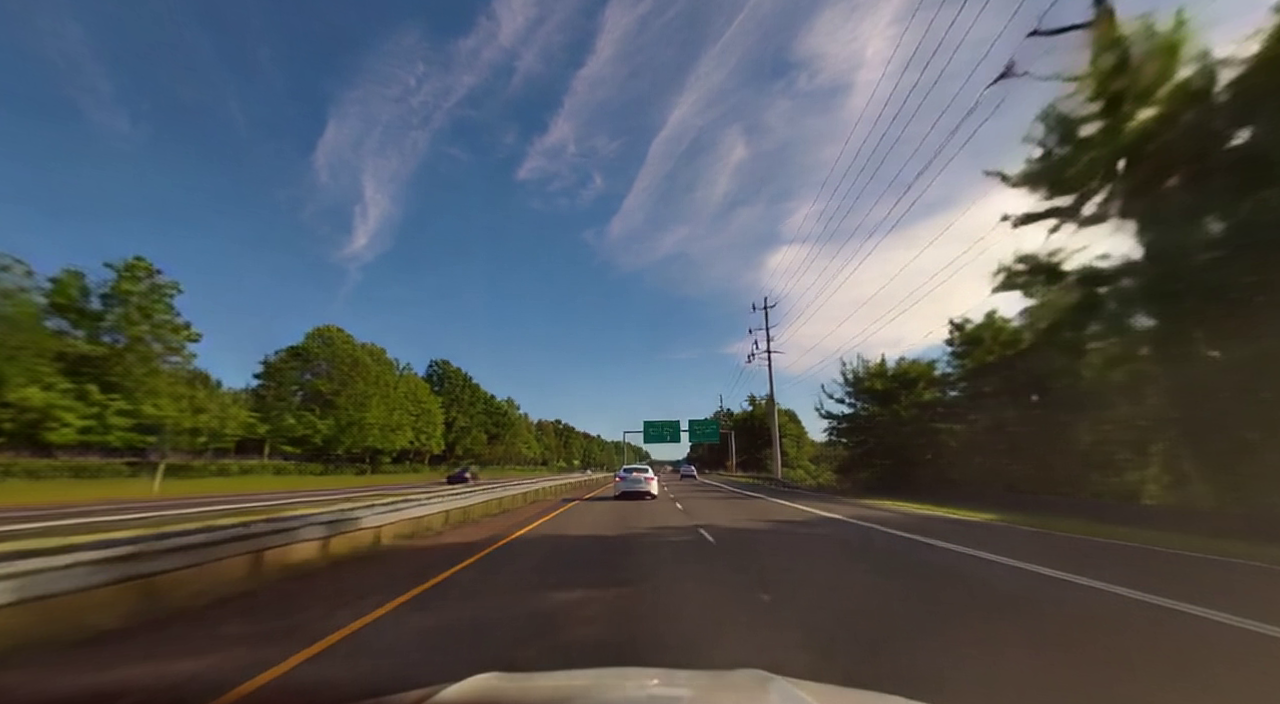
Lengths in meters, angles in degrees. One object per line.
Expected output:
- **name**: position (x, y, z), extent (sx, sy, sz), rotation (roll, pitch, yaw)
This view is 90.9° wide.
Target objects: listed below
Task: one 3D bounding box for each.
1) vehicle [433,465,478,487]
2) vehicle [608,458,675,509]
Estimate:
- **vehicle**: position (-14.024, 9.437, 48.139), extent (1.960, 1.570, 4.196), rotation (0, -10, 2)
- **vehicle**: position (0.034, 4.286, 20.805), extent (1.987, 1.480, 3.786), rotation (1, -10, 0)
